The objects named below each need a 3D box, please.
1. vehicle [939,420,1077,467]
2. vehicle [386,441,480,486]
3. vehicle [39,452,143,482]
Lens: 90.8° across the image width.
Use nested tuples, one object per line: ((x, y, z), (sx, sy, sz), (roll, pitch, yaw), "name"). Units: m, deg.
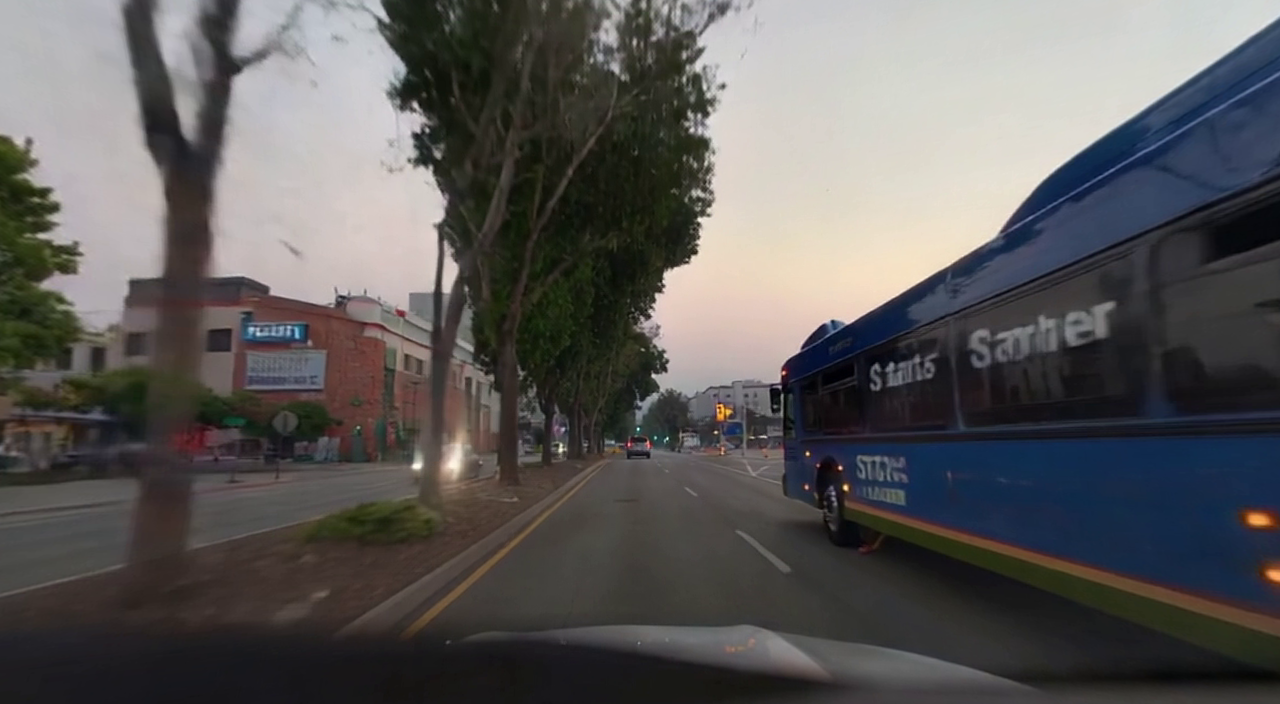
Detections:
((25.865, 6.429, 44.466), (8.606, 3.093, 2.803), (2, -8, -13), "vehicle")
((-7.510, 4.078, 23.431), (1.999, 1.478, 4.441), (0, -8, -1), "vehicle")
((-36.136, 7.557, 41.755), (4.562, 1.825, 2.148), (2, -9, -14), "vehicle")
